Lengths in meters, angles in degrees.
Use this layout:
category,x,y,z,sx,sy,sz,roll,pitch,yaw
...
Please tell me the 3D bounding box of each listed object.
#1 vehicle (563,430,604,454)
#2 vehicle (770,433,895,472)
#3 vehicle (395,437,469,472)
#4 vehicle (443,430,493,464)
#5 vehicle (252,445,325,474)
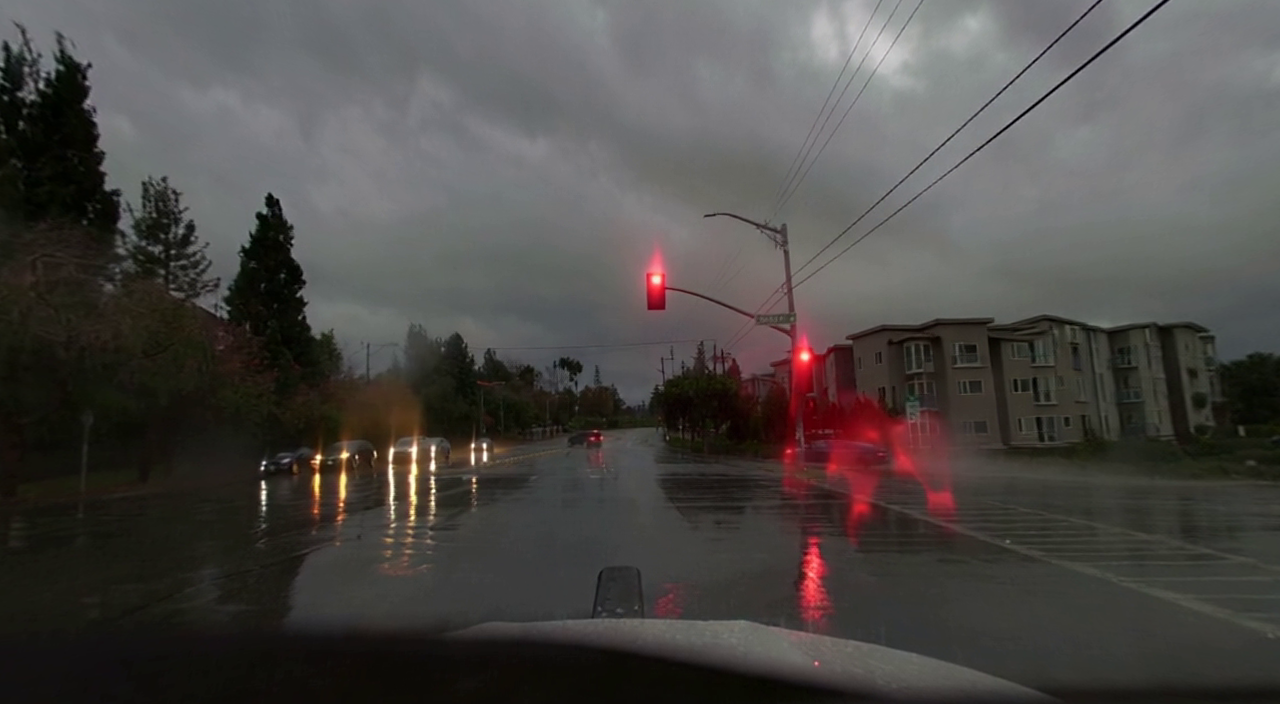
category,x,y,z,sx,sy,sz,roll,pitch,yaw
vehicle,-4.249,6.742,47.118,1.993,1.664,4.424,3,-9,-19
vehicle,8.430,4.445,27.980,4.790,1.571,2.073,-8,-12,43
vehicle,-9.681,4.800,29.785,2.116,1.521,4.294,0,-9,-2
vehicle,-9.769,5.452,36.191,1.910,1.818,4.057,0,-9,-3
vehicle,-21.089,6.458,38.124,1.981,1.628,4.336,0,-9,-1
